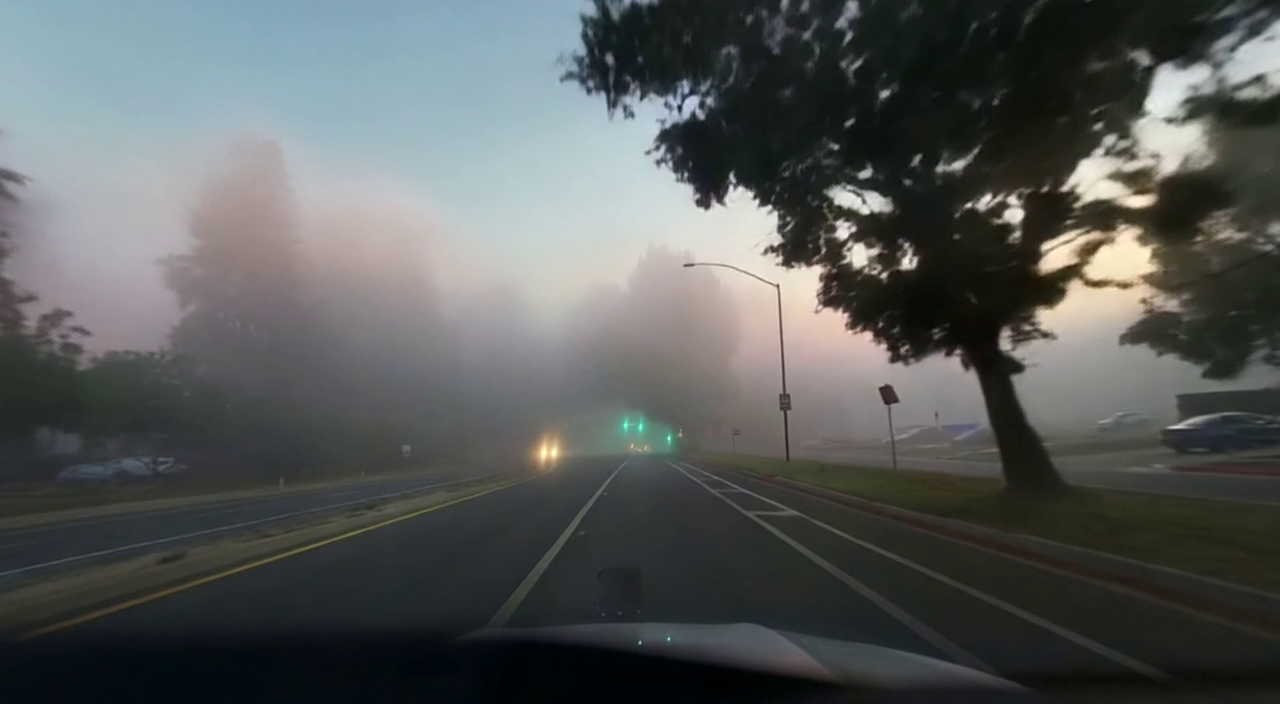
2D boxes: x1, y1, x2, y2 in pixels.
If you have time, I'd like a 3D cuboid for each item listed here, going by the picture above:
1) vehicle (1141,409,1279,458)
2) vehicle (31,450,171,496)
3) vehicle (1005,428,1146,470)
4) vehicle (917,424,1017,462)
[{"bbox_3d":[22.462,3.071,23.781,5.268,1.720,2.149,-1,-9,1],"label":"vehicle"},{"bbox_3d":[-24.652,5.526,29.001,4.715,1.451,1.863,-5,-3,-3],"label":"vehicle"},{"bbox_3d":[16.002,3.612,23.607,1.849,1.415,4.801,0,-8,0],"label":"vehicle"},{"bbox_3d":[15.639,4.409,30.556,2.106,1.670,5.008,0,-8,0],"label":"vehicle"}]
